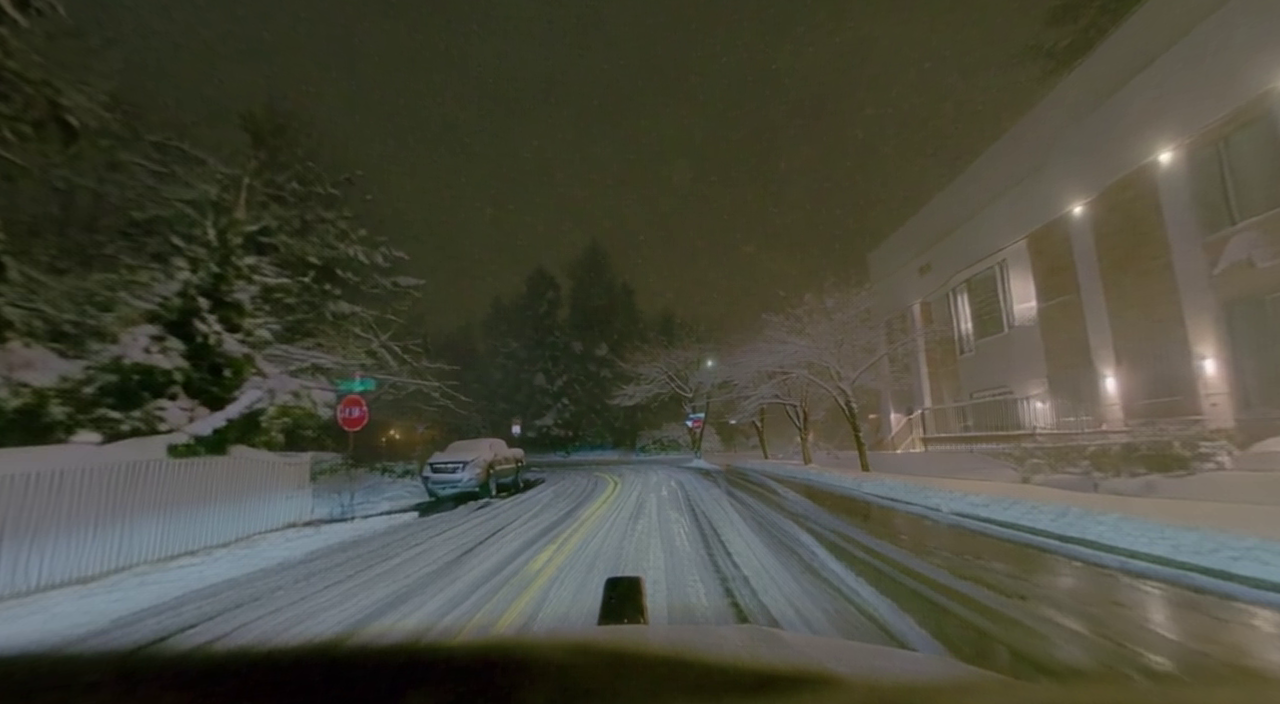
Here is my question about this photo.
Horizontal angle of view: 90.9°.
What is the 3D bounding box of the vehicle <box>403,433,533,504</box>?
[{"bbox_3d":[-5.324,3.656,20.646,2.308,1.899,6.107,-2,-8,3],"label":"vehicle"}]
